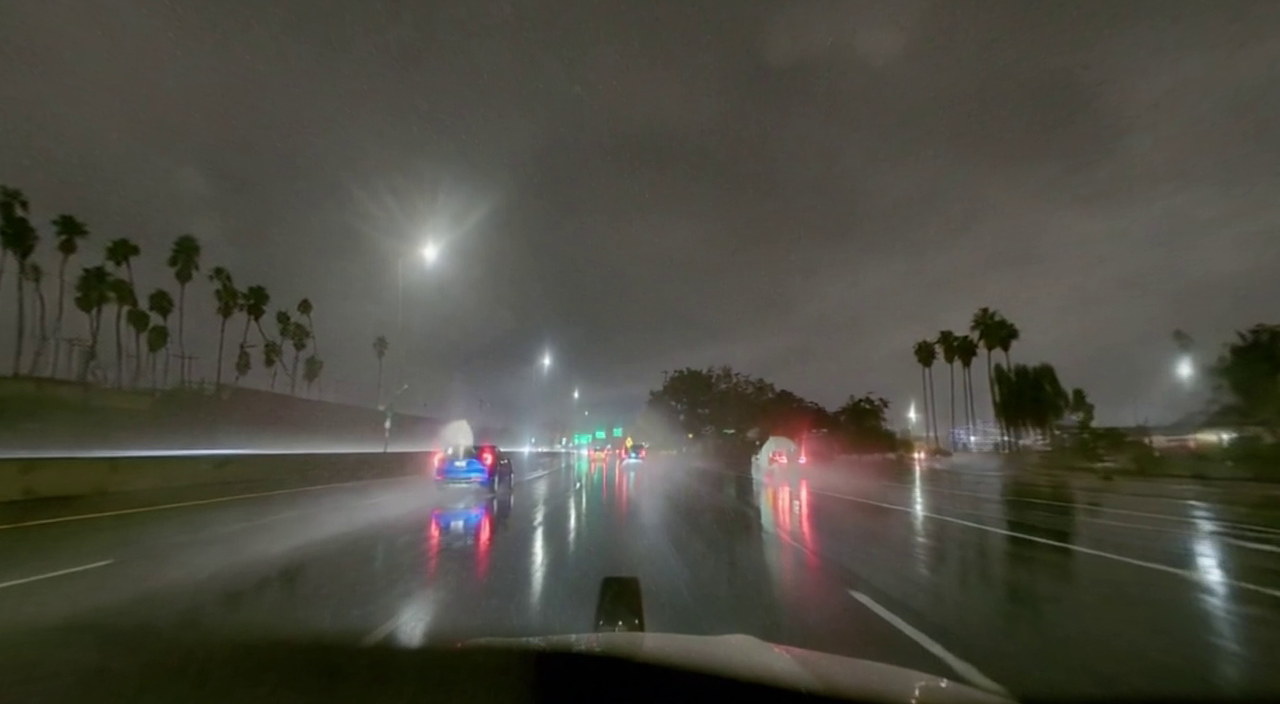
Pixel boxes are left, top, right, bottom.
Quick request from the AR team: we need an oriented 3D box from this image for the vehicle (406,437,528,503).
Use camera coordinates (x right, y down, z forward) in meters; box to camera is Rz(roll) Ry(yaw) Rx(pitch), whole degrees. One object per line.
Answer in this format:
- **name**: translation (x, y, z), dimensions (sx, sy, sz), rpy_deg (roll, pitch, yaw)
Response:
- **vehicle**: translation (-4.449, 3.087, 16.917), dimensions (2.120, 1.537, 4.139), rpy_deg (0, -9, 0)
